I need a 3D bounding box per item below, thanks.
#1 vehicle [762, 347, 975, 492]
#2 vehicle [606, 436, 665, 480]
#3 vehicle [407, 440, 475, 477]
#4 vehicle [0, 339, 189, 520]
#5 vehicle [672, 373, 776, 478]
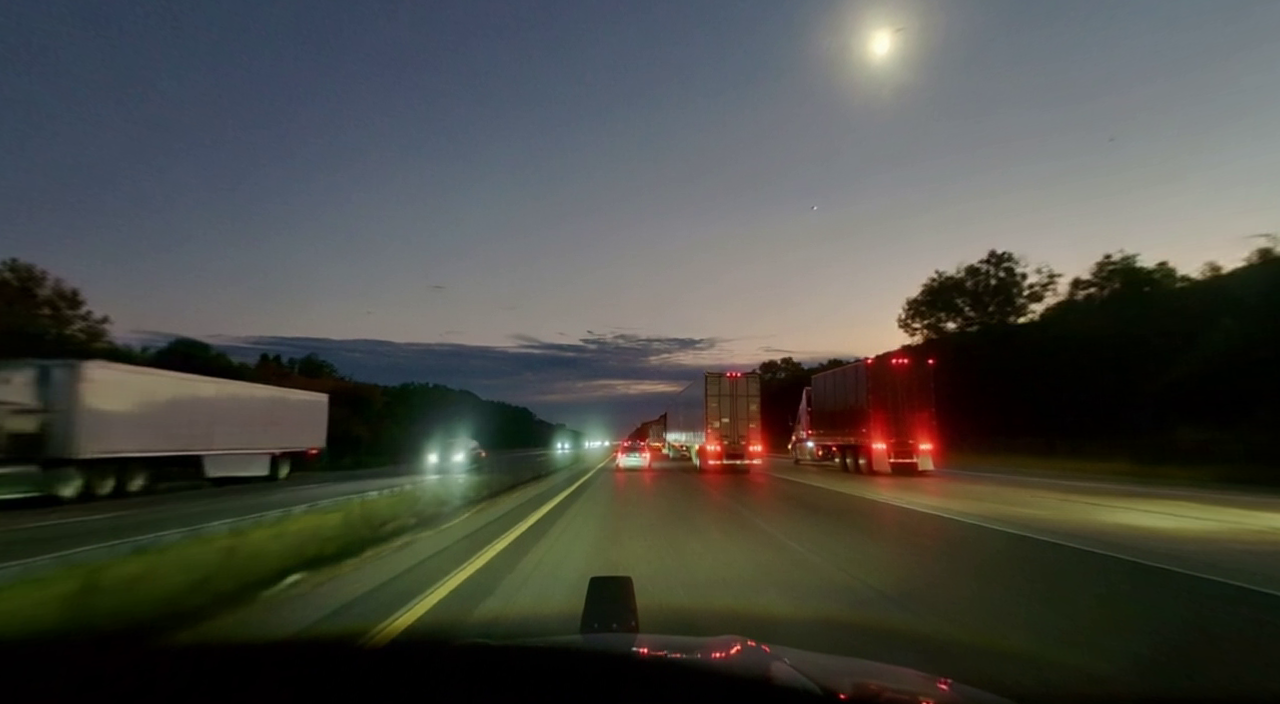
[{"bbox_3d":[7.865,2.829,25.030,2.876,4.111,14.145,0,-8,-1],"label":"vehicle"},{"bbox_3d":[-0.218,3.930,23.685,2.038,1.477,3.773,0,-8,-1],"label":"vehicle"},{"bbox_3d":[-8.663,4.648,27.762,1.841,1.488,3.664,0,-8,-1],"label":"vehicle"},{"bbox_3d":[-16.675,2.197,17.362,3.135,4.207,7.042,0,-9,-1],"label":"vehicle"},{"bbox_3d":[3.670,3.811,31.979,2.888,4.099,14.183,0,-8,-2],"label":"vehicle"}]
